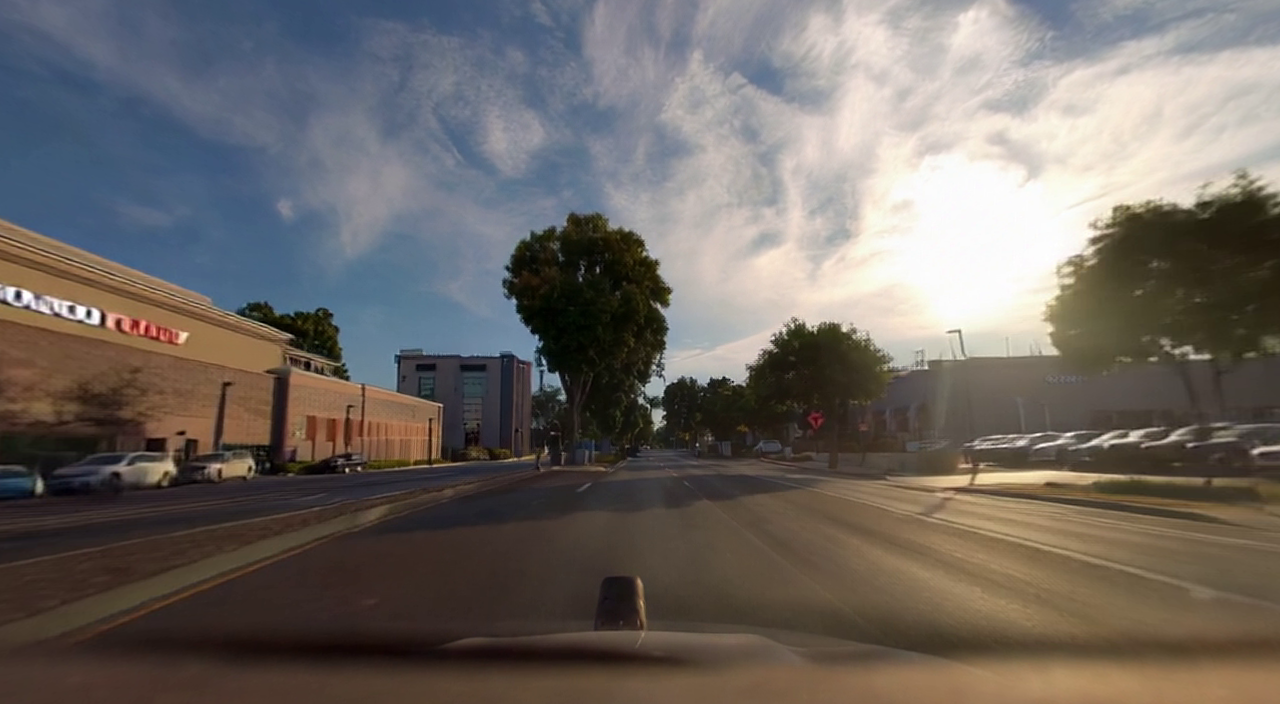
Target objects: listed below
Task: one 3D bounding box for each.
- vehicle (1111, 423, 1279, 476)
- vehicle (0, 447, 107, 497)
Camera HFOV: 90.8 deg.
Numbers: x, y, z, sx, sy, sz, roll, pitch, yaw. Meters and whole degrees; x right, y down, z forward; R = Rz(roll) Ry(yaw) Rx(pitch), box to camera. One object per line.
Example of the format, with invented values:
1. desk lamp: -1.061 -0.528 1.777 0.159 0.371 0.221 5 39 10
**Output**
1. vehicle: 20.930 3.657 23.740 4.845 1.833 2.132 -5 -10 31
2. vehicle: -24.905 4.862 25.345 5.065 1.765 2.218 -4 -8 0
